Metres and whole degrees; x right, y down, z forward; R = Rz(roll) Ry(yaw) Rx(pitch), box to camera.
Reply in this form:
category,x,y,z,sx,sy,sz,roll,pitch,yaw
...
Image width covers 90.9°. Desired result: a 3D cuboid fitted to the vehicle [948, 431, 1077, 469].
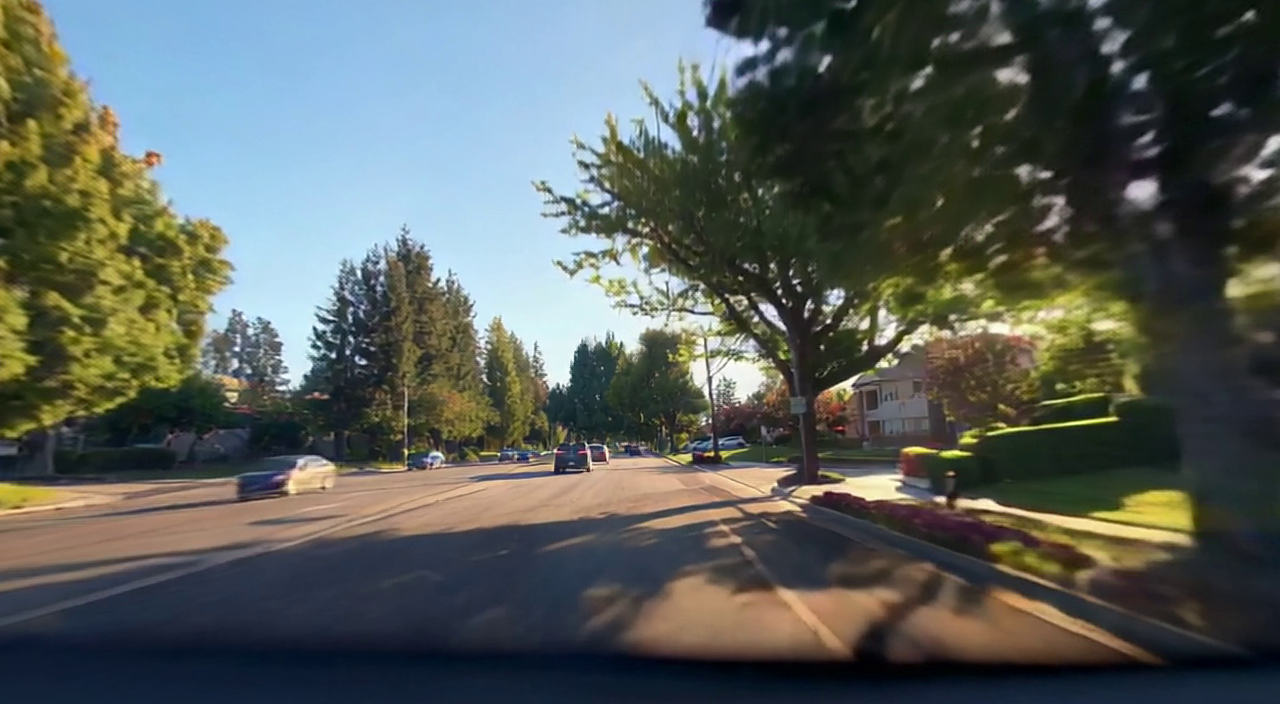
category,x,y,z,sx,sy,sz,roll,pitch,yaw
vehicle,18.035,4.758,30.670,4.904,1.735,2.270,1,-8,-6

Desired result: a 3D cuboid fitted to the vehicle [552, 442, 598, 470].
category,x,y,z,sx,sy,sz,roll,pitch,yaw
vehicle,-3.573,5.790,35.345,2.084,1.466,4.522,0,-8,0

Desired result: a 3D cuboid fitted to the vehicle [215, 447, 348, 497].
category,x,y,z,sx,sy,sz,roll,pitch,yaw
vehicle,-12.042,4.029,21.604,1.970,1.496,4.512,0,-8,-1

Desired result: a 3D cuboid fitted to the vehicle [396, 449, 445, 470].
category,x,y,z,sx,sy,sz,roll,pitch,yaw
vehicle,-16.365,8.010,47.239,1.937,1.480,4.755,0,-8,-1
